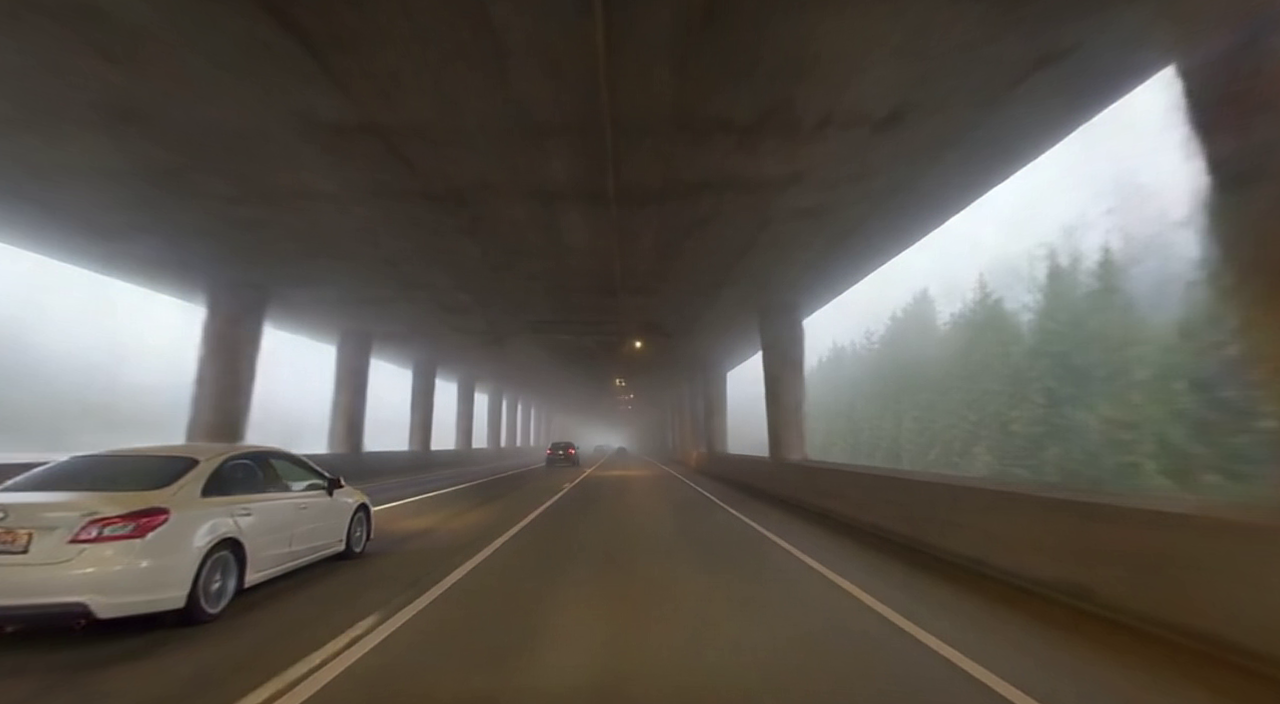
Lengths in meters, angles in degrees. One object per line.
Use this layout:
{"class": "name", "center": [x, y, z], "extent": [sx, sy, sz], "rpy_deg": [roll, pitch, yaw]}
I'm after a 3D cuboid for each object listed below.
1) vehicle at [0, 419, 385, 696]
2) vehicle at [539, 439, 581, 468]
{"class": "vehicle", "center": [-4.046, 1.379, 5.449], "extent": [1.885, 1.424, 4.230], "rpy_deg": [-1, -8, 0]}
{"class": "vehicle", "center": [-4.503, 5.750, 35.900], "extent": [1.973, 1.474, 4.199], "rpy_deg": [0, -8, -1]}
